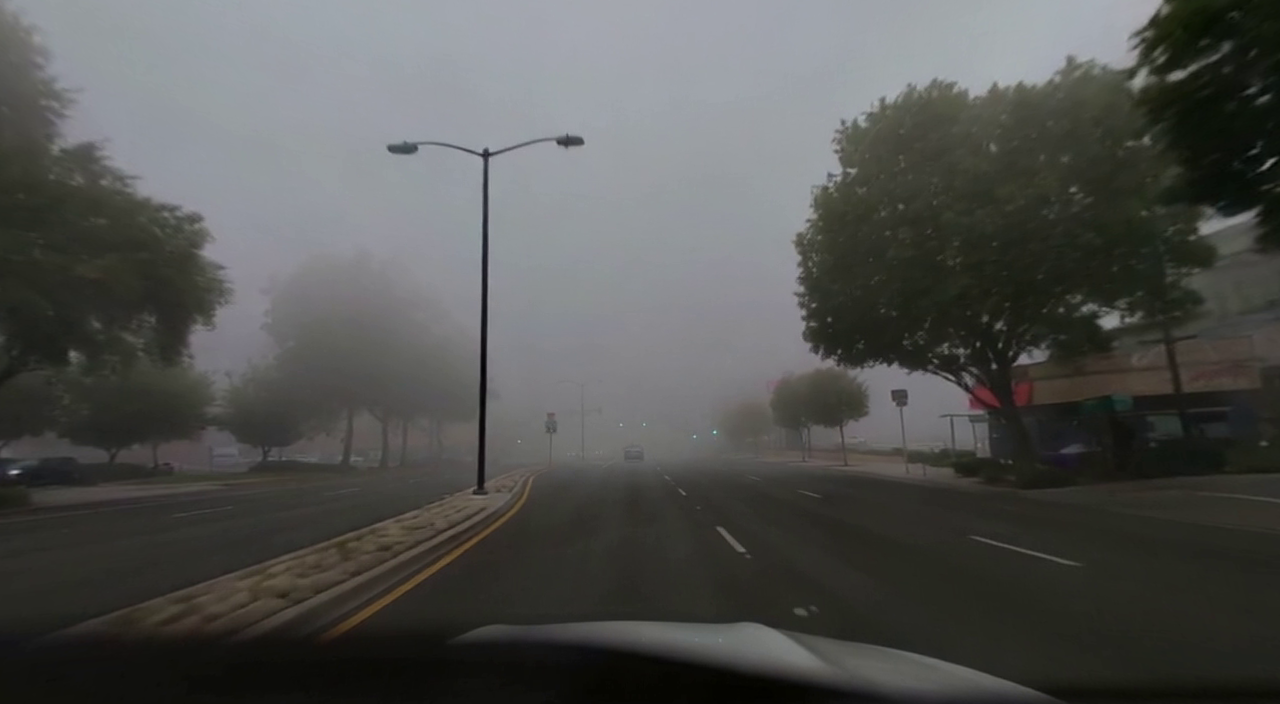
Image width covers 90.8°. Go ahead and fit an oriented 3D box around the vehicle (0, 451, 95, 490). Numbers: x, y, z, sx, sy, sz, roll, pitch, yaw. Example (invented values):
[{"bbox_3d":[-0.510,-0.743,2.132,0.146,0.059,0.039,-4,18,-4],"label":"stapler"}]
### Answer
[{"bbox_3d":[-28.892,5.503,29.436,5.122,1.686,1.967,0,-9,1],"label":"vehicle"}]
